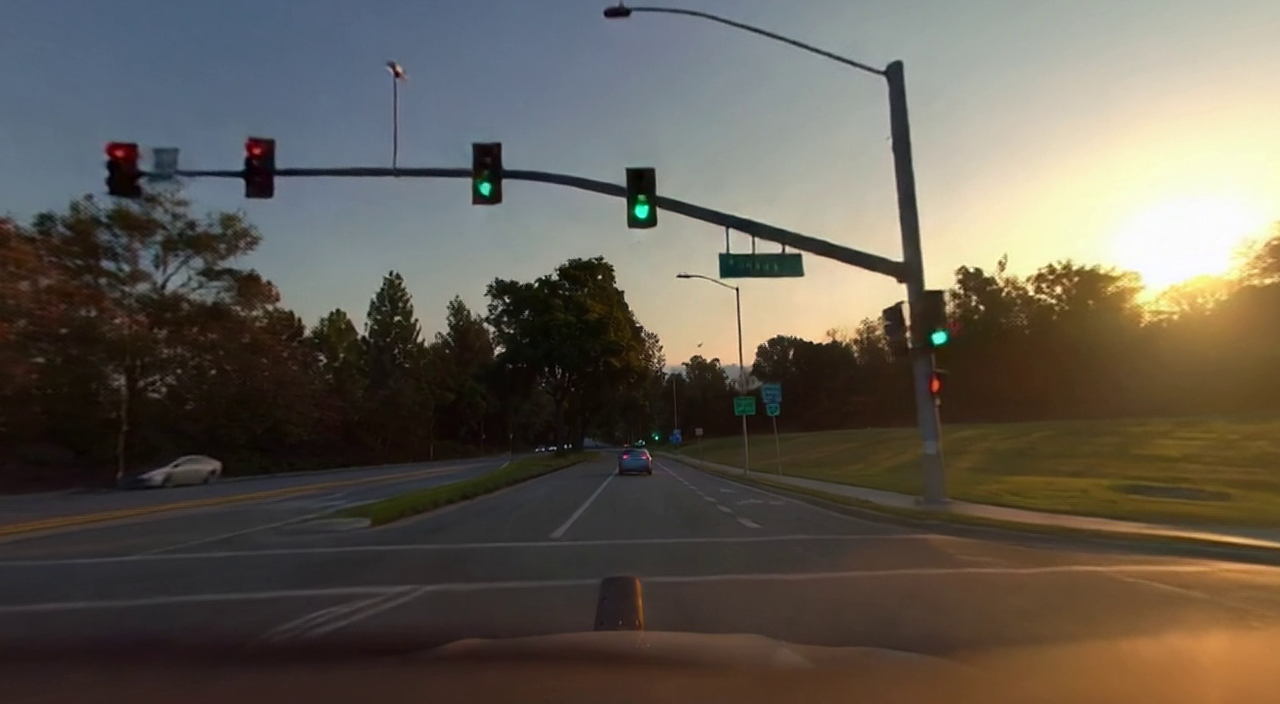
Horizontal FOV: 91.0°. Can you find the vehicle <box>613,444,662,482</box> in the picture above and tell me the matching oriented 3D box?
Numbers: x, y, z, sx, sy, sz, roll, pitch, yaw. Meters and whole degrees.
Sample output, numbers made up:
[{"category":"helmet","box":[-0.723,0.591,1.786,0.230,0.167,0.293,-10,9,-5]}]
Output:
[{"category":"vehicle","box":[-0.103,4.629,26.538,1.954,1.469,3.465,0,-9,0]}]

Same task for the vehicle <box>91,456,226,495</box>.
[{"category":"vehicle","box":[-20.963,5.370,27.742,2.175,1.492,4.722,0,-9,0]}]
